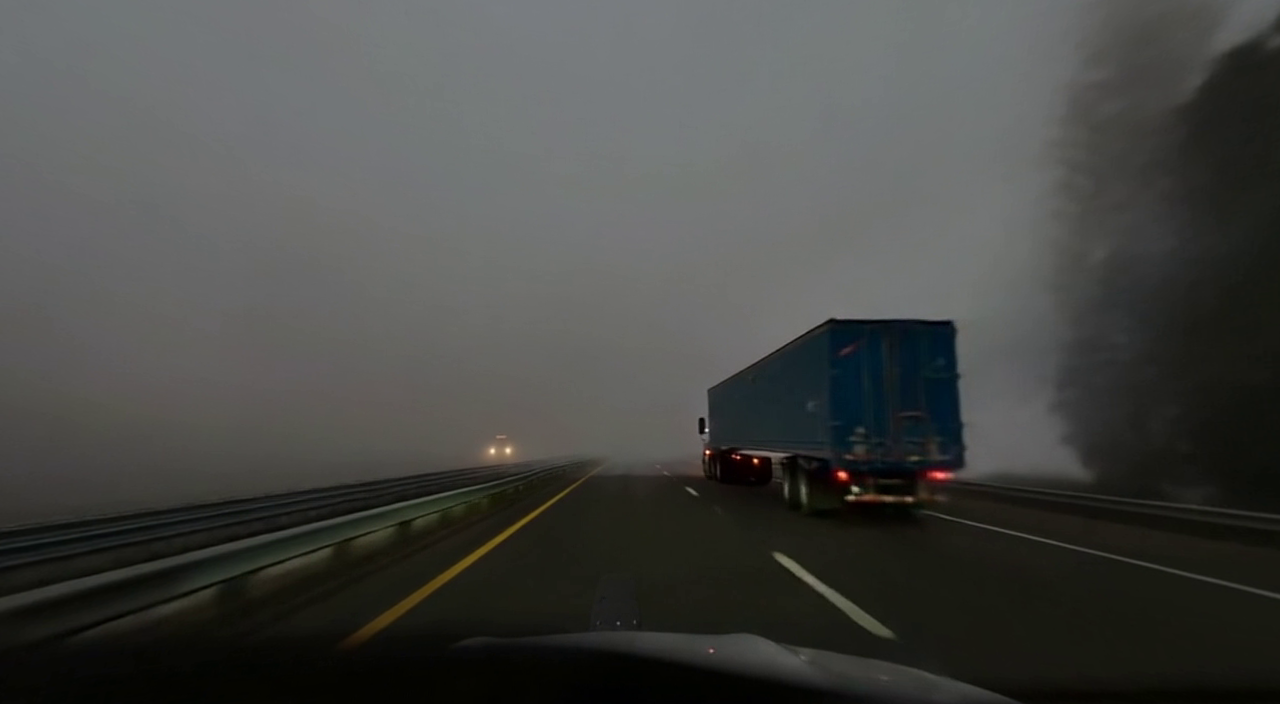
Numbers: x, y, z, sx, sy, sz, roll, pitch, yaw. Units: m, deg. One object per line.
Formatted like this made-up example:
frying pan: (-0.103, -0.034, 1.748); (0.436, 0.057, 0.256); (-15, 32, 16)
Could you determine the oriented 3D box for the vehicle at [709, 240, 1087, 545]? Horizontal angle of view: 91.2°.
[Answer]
vehicle: (3.997, 1.518, 15.024); (2.922, 3.905, 14.151); (0, -9, -1)
